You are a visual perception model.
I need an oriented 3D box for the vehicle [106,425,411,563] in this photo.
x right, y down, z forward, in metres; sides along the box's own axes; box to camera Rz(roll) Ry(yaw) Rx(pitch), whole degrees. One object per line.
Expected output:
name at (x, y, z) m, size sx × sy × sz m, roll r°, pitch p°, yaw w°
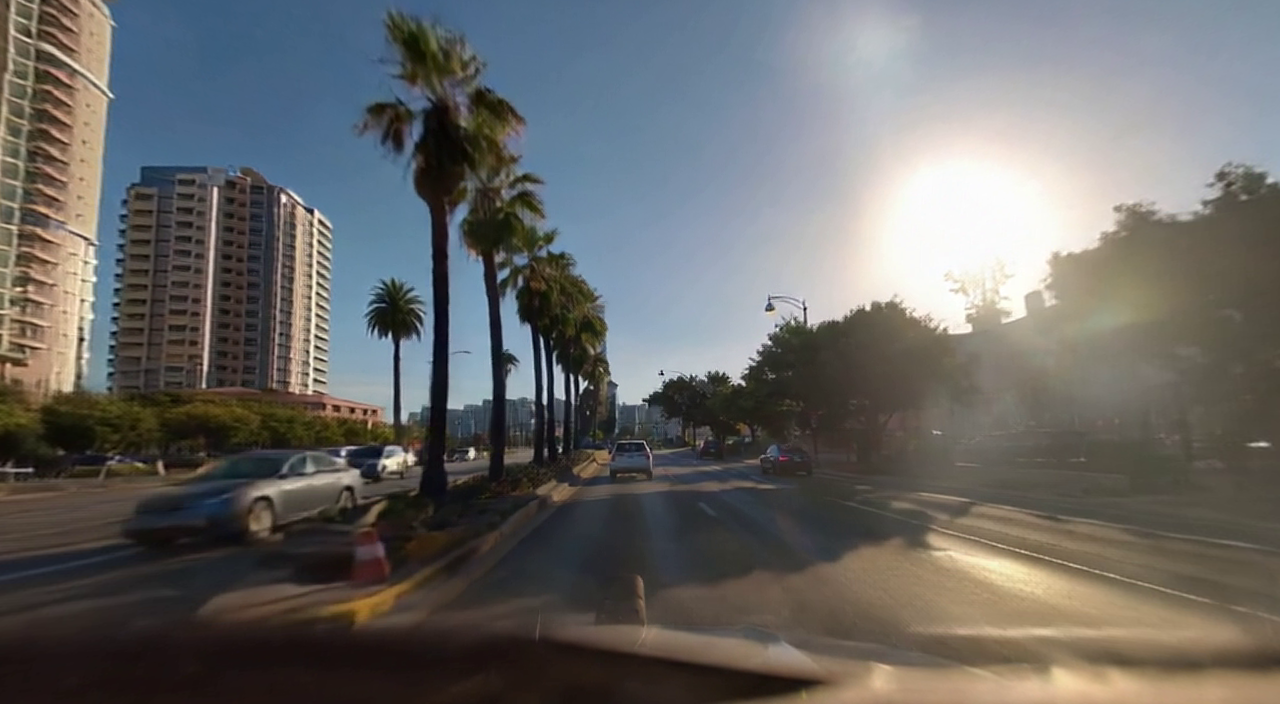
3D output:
vehicle at (-5.262, 1.965, 9.592) m, size 2.028 × 1.489 × 4.386 m, roll -3°, pitch -8°, yaw -2°

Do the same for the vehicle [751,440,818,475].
vehicle at (6.726, 4.953, 29.875) m, size 1.975 × 1.483 × 4.769 m, roll 0°, pitch -8°, yaw -1°

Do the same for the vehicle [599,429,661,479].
vehicle at (-0.379, 4.053, 25.231) m, size 2.277 × 1.816 × 4.192 m, roll 0°, pitch -8°, yaw -1°
